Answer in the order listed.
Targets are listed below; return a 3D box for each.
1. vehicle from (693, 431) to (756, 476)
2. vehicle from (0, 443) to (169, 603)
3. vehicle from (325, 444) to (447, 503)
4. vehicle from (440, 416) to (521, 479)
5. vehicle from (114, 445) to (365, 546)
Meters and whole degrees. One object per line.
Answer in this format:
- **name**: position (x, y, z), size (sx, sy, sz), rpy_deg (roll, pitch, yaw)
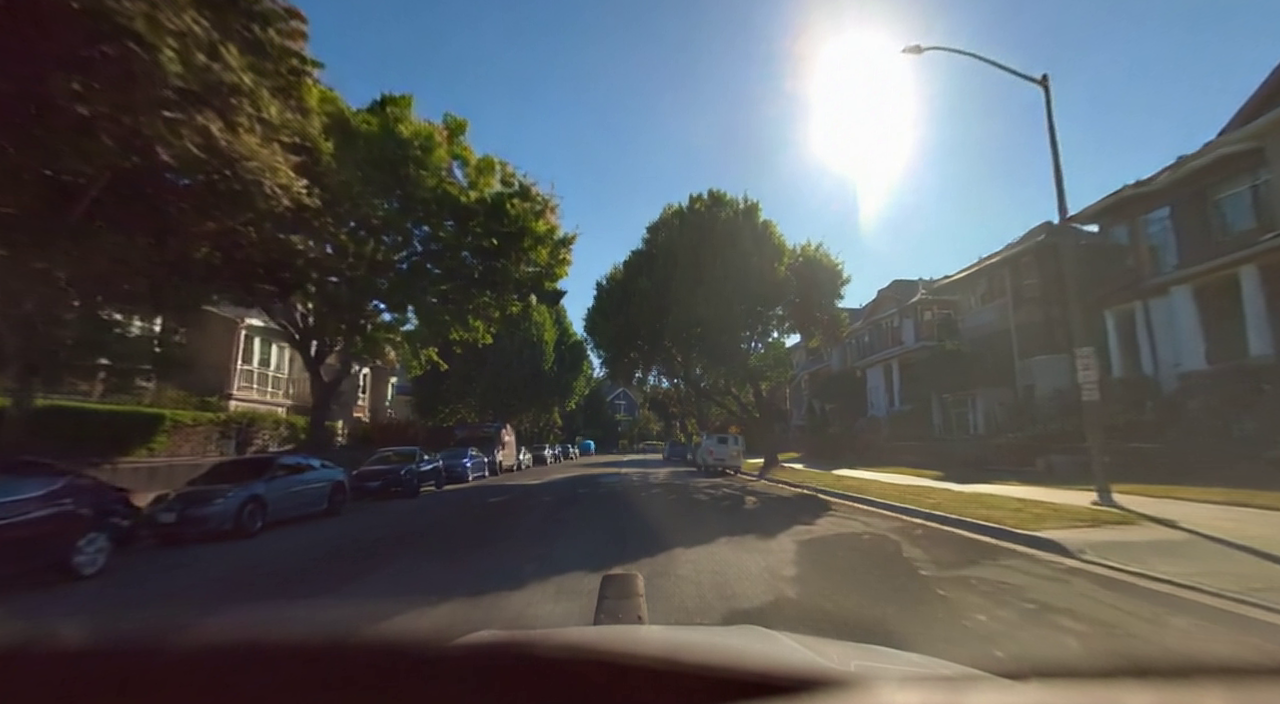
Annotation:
- **vehicle**: position (3.946, 4.866, 30.383), size (2.216, 1.955, 4.970), rpy_deg (0, -8, -1)
- **vehicle**: position (-7.083, 1.614, 5.762), size (2.003, 1.501, 4.779), rpy_deg (-1, -9, -3)
- **vehicle**: position (-7.249, 3.495, 18.457), size (1.832, 1.483, 4.140), rpy_deg (-1, -9, 0)
- **vehicle**: position (-7.505, 4.655, 30.339), size (2.341, 2.674, 5.753), rpy_deg (-1, -10, 0)
- **vehicle**: position (-7.112, 2.536, 11.904), size (1.845, 1.475, 4.495), rpy_deg (-1, -9, -1)
